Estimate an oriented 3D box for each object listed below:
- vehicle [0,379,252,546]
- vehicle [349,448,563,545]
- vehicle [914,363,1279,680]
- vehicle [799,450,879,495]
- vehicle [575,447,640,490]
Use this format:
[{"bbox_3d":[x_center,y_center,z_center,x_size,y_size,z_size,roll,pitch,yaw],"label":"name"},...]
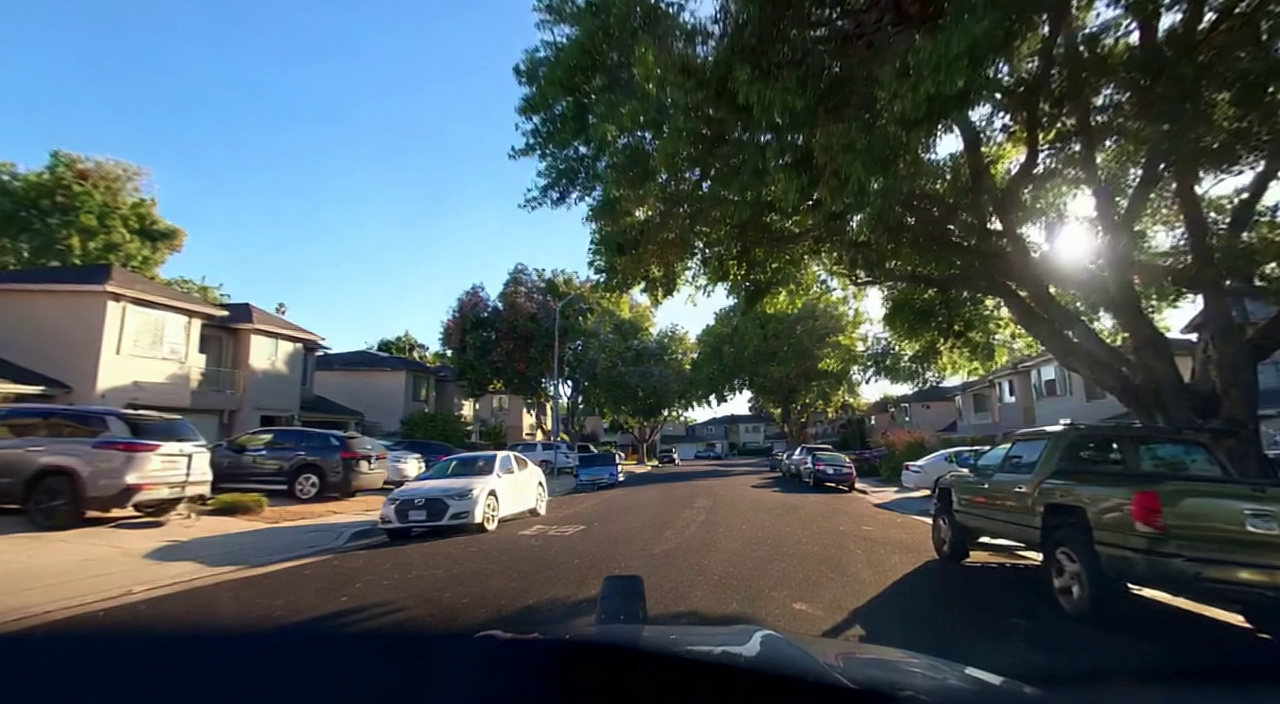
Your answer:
[{"bbox_3d":[-9.378,1.568,9.453,5.734,2.066,2.387,-1,-8,8],"label":"vehicle"},{"bbox_3d":[-3.204,2.612,12.265,2.189,1.421,4.659,-2,-8,9],"label":"vehicle"},{"bbox_3d":[4.529,1.335,6.143,2.075,1.882,4.749,-1,-8,7],"label":"vehicle"},{"bbox_3d":[7.332,4.440,23.810,2.042,1.456,4.903,-1,-8,8],"label":"vehicle"},{"bbox_3d":[-1.278,4.848,26.634,1.943,1.602,4.172,-2,-8,8],"label":"vehicle"}]
